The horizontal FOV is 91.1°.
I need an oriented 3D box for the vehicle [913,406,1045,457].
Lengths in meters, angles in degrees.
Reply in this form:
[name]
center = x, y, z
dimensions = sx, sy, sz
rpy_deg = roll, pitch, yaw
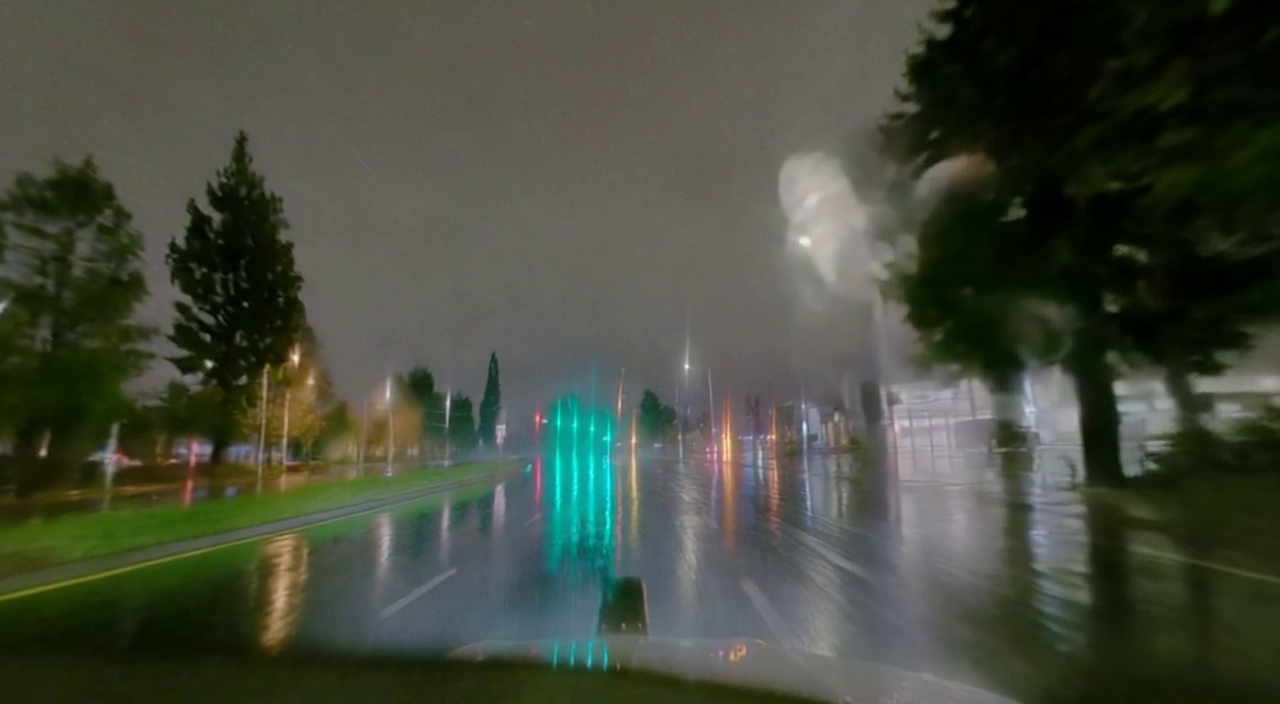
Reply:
[vehicle]
center = 22.616, 5.401, 42.127
dimensions = 7.144, 3.248, 2.873
rpy_deg = 1, -9, -4
